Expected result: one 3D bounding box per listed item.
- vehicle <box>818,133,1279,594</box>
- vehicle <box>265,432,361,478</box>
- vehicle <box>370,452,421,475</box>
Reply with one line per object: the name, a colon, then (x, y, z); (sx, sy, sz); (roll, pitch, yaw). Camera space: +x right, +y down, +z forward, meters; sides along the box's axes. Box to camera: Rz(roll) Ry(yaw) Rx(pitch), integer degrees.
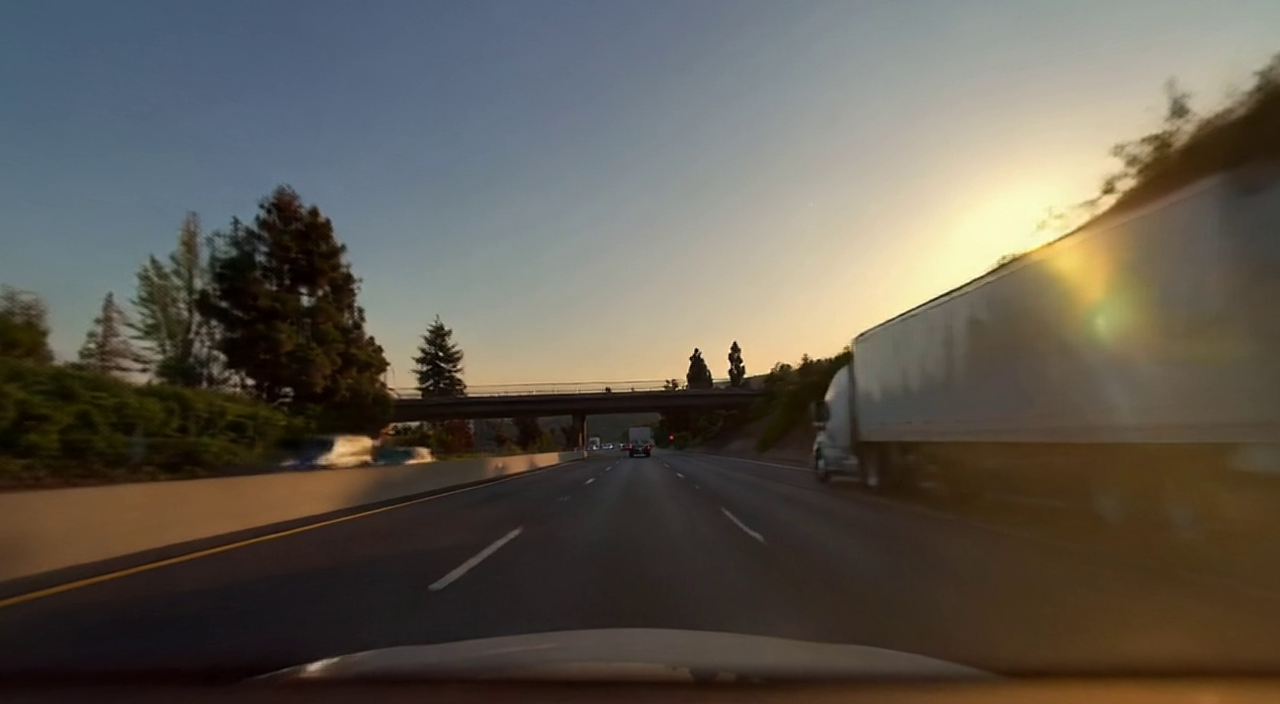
vehicle: (7.164, 1.167, 12.722); (2.937, 4.105, 14.800); (0, -9, 1)
vehicle: (-21.181, 6.733, 41.408); (2.287, 2.687, 7.408); (0, -9, 0)
vehicle: (-16.727, 7.611, 43.380); (1.789, 1.473, 4.215); (0, -9, 0)
